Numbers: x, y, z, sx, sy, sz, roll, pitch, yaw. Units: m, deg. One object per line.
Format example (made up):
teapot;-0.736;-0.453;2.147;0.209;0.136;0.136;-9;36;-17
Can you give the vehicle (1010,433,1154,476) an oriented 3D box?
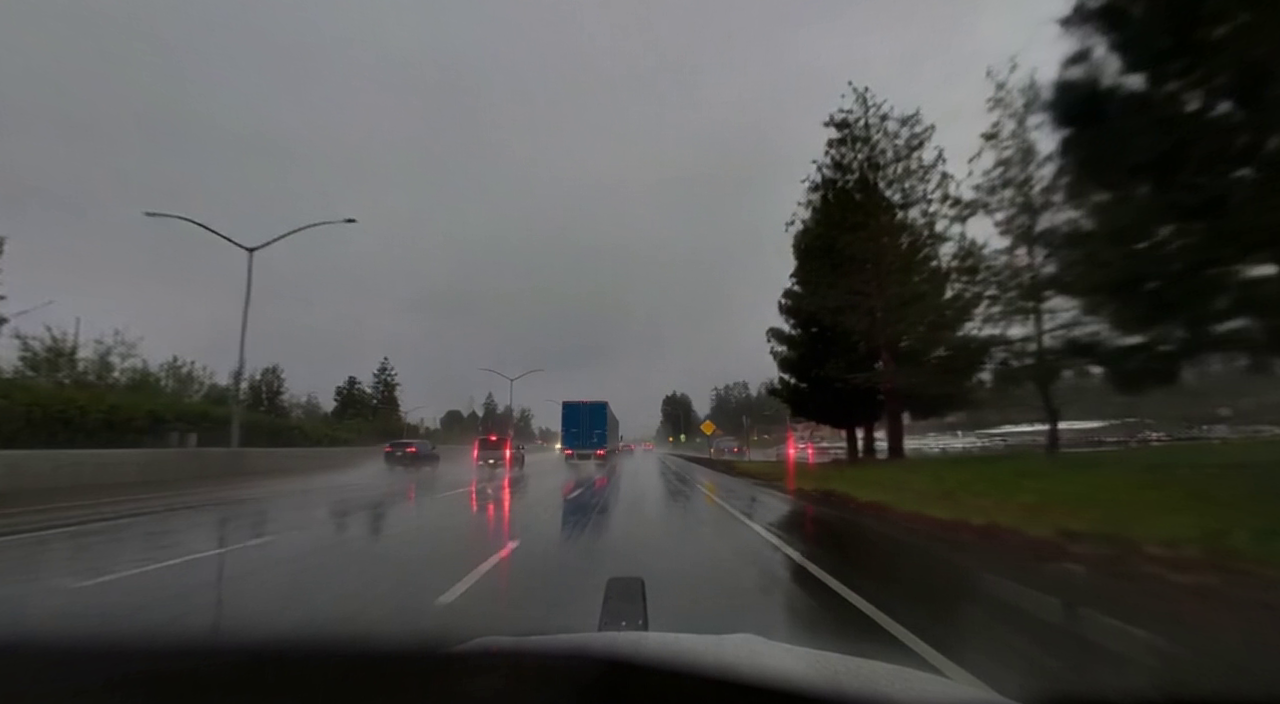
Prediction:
vehicle;17.756;4.139;25.690;2.022;1.505;4.786;3;-9;-7

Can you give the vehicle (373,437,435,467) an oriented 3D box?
vehicle;-14.273;6.054;38.451;1.997;1.695;4.492;0;-8;1

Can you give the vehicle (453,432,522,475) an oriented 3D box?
vehicle;-6.974;4.678;29.375;2.058;1.840;4.443;0;-8;0

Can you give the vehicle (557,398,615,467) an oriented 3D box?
vehicle;-3.460;5.719;43.871;2.905;4.037;12.921;0;-8;0
